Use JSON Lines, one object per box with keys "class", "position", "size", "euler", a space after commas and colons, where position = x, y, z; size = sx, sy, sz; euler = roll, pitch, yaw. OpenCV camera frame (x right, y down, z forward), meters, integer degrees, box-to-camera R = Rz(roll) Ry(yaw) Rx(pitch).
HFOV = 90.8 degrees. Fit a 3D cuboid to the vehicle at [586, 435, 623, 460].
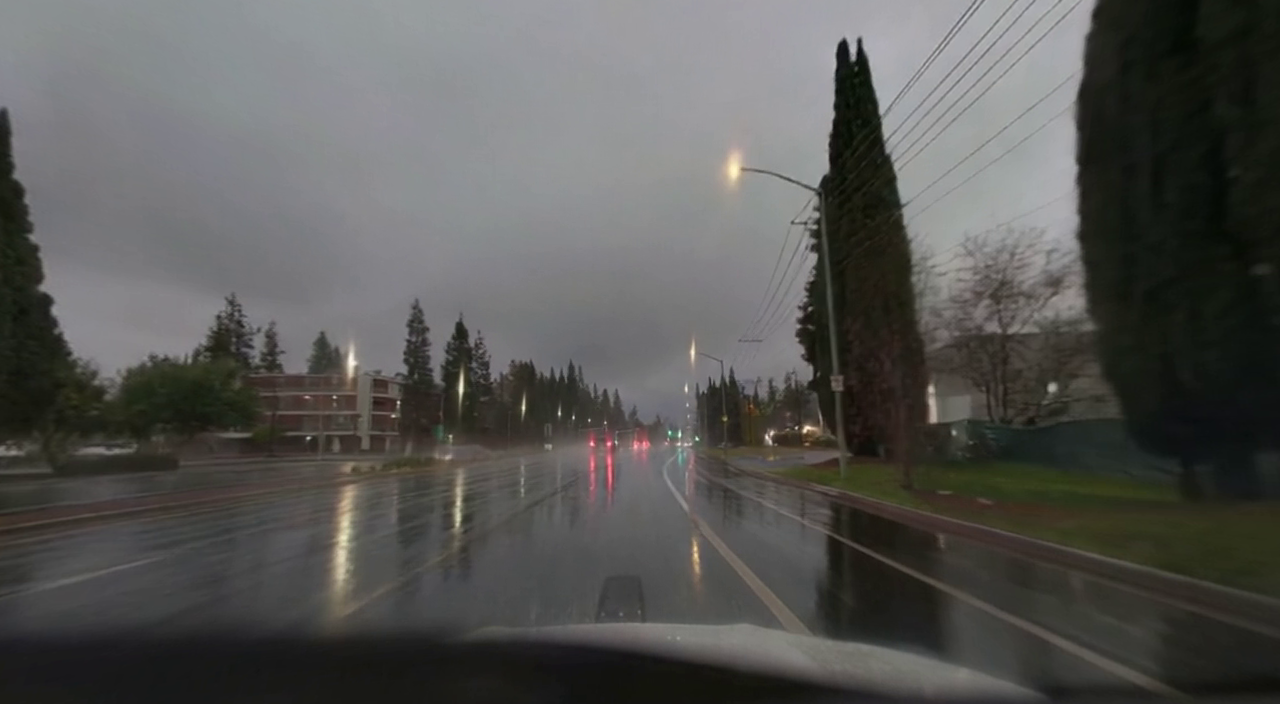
{"class": "vehicle", "position": [-2.406, 6.684, 44.079], "size": [2.121, 1.654, 3.993], "euler": [-1, -8, 3]}
